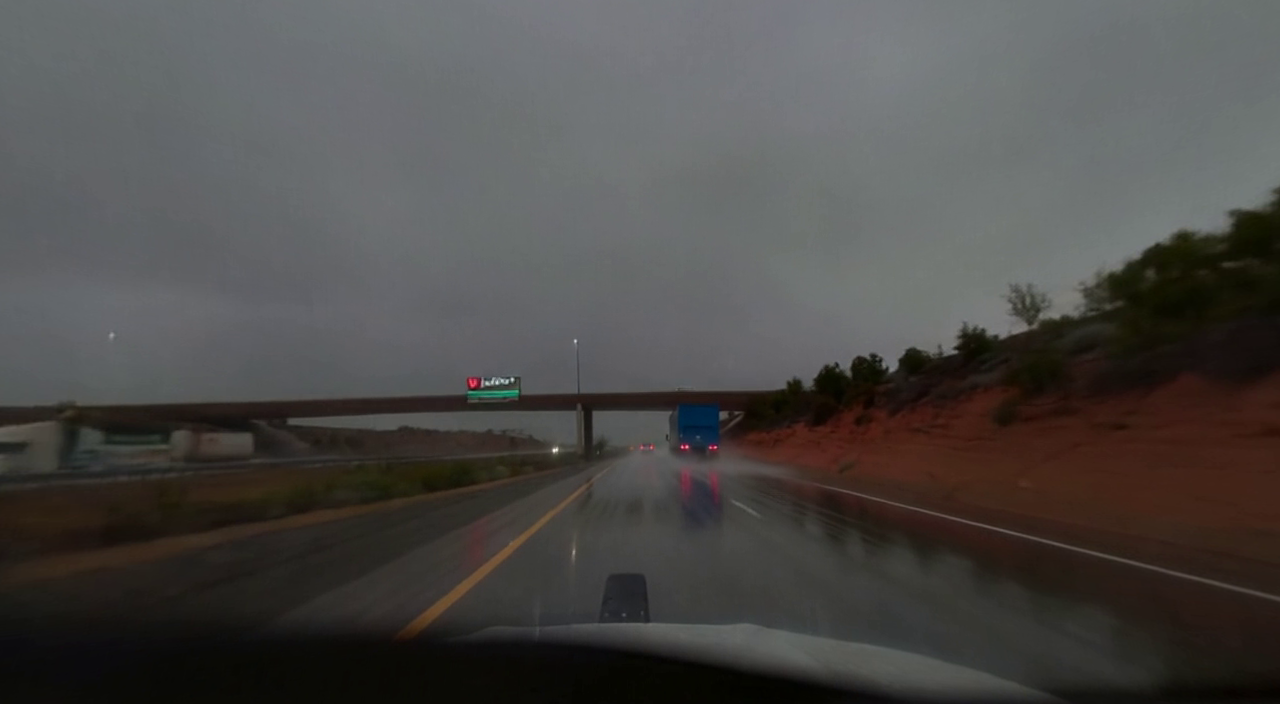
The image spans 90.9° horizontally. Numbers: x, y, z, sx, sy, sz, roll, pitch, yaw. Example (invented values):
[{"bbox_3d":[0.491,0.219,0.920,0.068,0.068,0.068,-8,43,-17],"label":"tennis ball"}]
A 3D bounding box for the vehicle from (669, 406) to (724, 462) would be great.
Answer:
[{"bbox_3d":[4.083,6.326,48.027,3.024,3.834,10.128,0,-8,-1],"label":"vehicle"}]
